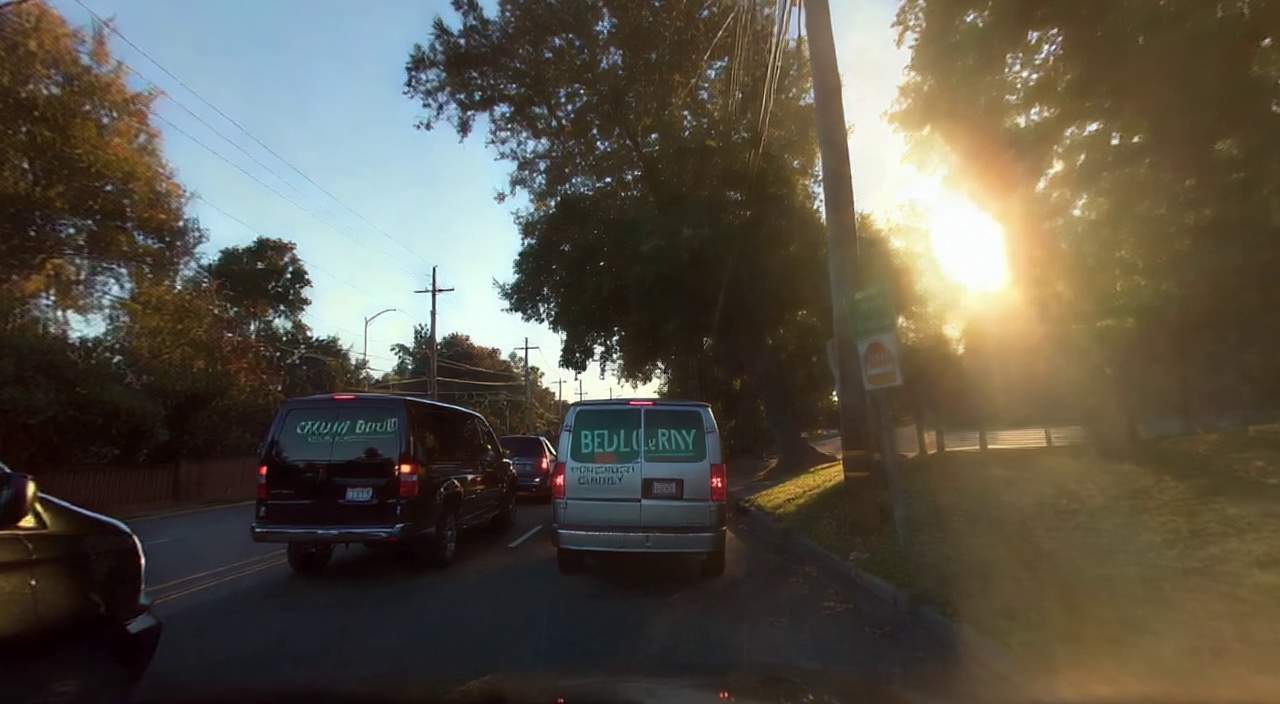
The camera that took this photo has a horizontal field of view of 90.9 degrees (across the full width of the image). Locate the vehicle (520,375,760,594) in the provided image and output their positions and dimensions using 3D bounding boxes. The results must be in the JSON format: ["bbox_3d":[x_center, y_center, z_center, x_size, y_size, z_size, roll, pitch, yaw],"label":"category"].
[{"bbox_3d":[0.110,1.466,7.698,2.117,1.911,4.095,-1,-8,3],"label":"vehicle"}]

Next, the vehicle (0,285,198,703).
[{"bbox_3d":[-3.118,0.447,0.250,2.160,1.796,4.997,0,-8,1],"label":"vehicle"}]

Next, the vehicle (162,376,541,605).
[{"bbox_3d":[-2.754,1.478,7.609,2.109,1.851,4.749,-1,-8,3],"label":"vehicle"}]
